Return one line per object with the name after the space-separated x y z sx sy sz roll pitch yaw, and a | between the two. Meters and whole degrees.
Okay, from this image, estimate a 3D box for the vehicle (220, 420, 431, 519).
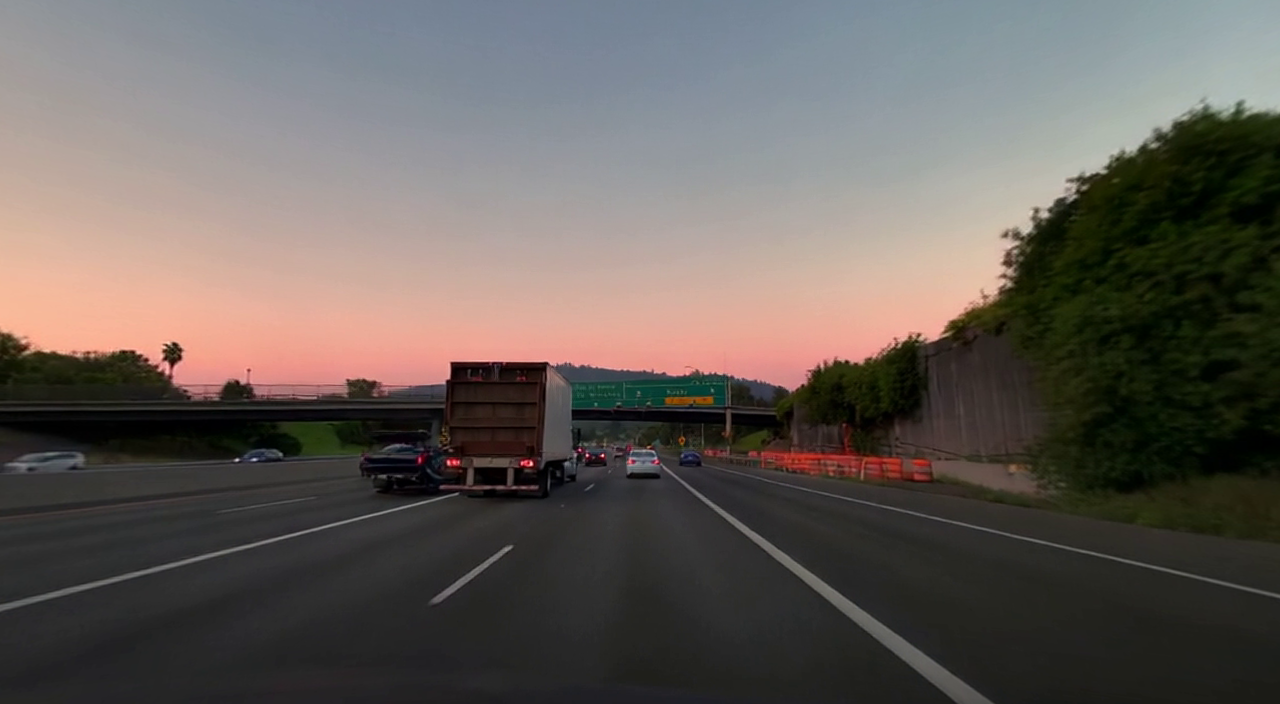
-7.493 2.870 16.081 2.309 2.007 5.974 0 -8 0 | vehicle

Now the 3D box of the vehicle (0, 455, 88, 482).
-45.314 8.786 47.784 2.114 1.860 5.237 0 -8 0 | vehicle

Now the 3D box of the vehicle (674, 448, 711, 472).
3.481 7.211 42.421 2.003 1.465 4.092 0 -8 -2 | vehicle

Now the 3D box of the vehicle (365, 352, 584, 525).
-3.631 2.434 17.580 3.075 3.276 11.073 0 -8 0 | vehicle

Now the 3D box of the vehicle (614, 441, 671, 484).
0.035 4.704 27.201 2.270 1.696 4.061 0 -8 -2 | vehicle
